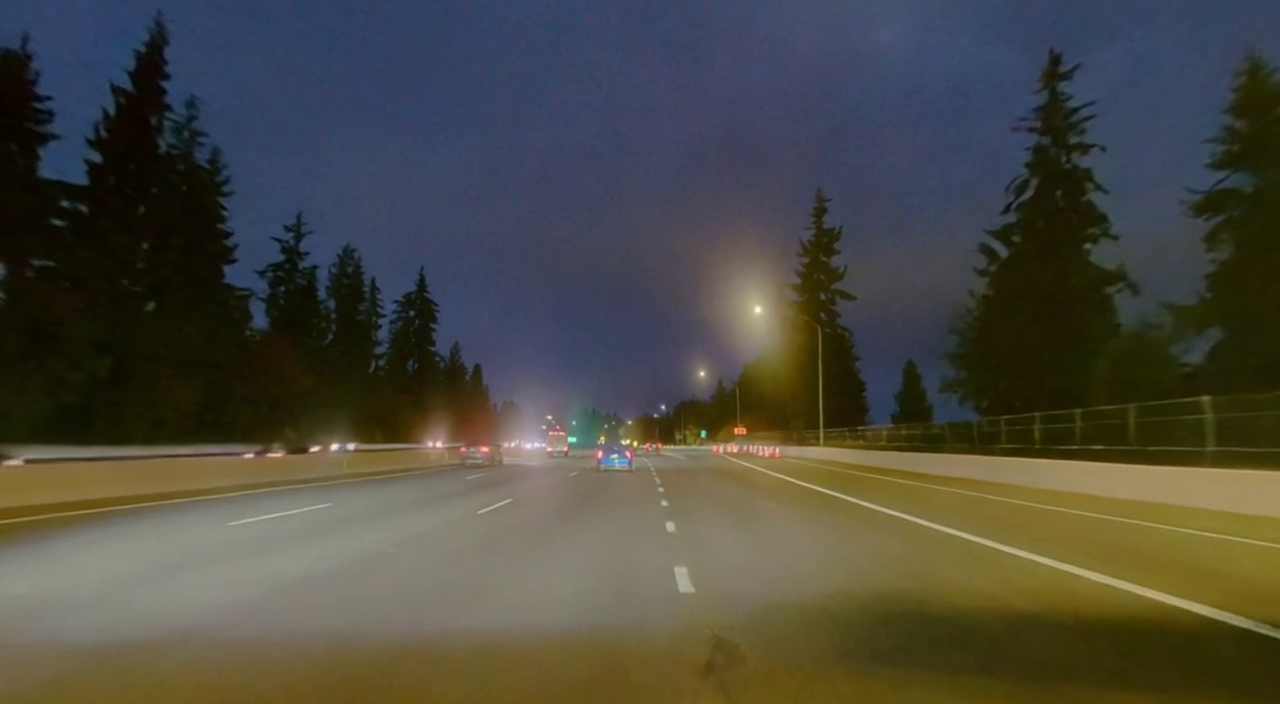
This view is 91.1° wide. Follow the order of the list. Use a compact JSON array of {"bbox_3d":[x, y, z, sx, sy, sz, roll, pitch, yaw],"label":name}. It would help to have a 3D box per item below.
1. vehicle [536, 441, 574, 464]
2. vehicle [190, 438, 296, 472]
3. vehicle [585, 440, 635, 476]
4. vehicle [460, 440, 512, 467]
[{"bbox_3d":[-5.745,6.845,42.943,1.951,1.439,4.633,0,-8,0],"label":"vehicle"},{"bbox_3d":[-19.387,5.024,30.986,1.991,1.500,5.020,0,-8,0],"label":"vehicle"},{"bbox_3d":[-1.256,4.710,28.196,1.963,1.462,4.681,0,-8,0],"label":"vehicle"},{"bbox_3d":[-9.064,5.989,37.228,1.946,1.472,4.472,0,-8,0],"label":"vehicle"}]
